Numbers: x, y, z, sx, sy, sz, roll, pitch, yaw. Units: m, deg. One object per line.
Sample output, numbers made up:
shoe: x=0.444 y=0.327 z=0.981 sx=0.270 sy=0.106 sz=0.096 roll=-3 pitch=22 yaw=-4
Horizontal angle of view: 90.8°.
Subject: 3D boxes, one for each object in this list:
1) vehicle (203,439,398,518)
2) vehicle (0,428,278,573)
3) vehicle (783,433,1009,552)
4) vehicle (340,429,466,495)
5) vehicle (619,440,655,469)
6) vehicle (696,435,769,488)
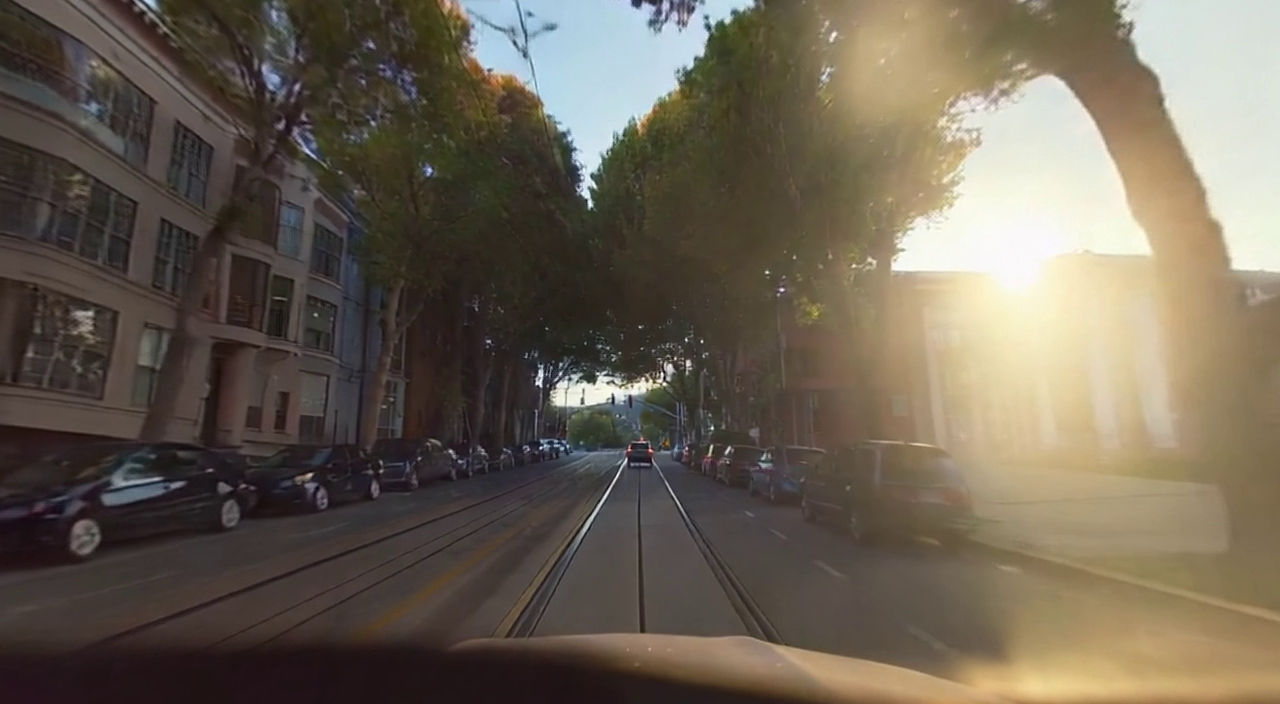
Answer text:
vehicle: x=-7.374 y=2.771 z=14.437 sx=1.833 sy=1.477 sz=4.851 roll=0 pitch=-9 yaw=-1
vehicle: x=-7.319 y=1.958 z=8.926 sx=1.756 sy=1.492 sz=4.426 roll=2 pitch=-10 yaw=-1
vehicle: x=3.878 y=2.181 z=10.546 sx=1.890 sy=1.559 sz=4.281 roll=0 pitch=-9 yaw=-1
vehicle: x=-7.294 y=3.448 z=20.146 sx=2.049 sy=1.821 sz=5.066 roll=0 pitch=-9 yaw=0
vehicle: x=-0.176 y=5.802 z=35.885 sx=1.984 sy=1.571 sz=3.404 roll=0 pitch=-9 yaw=0
vehicle: x=3.825 y=4.622 z=27.416 sx=2.242 sy=2.000 sz=6.340 roll=1 pitch=-8 yaw=0
